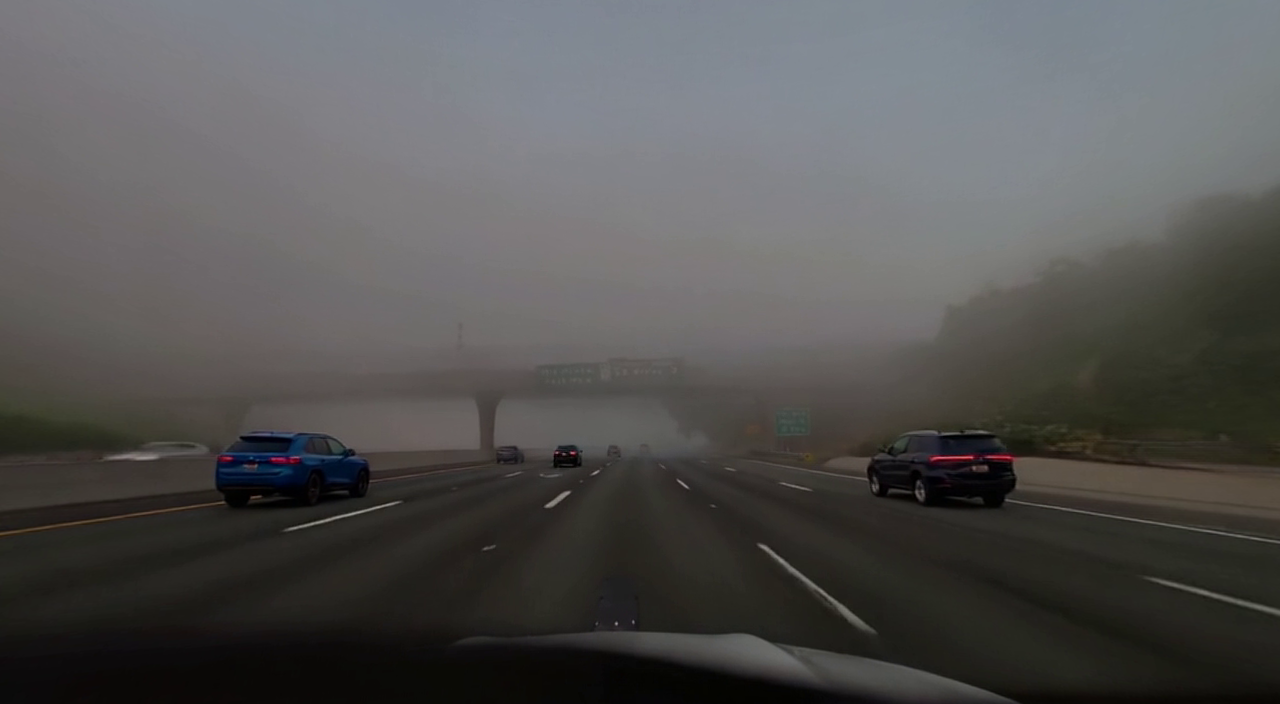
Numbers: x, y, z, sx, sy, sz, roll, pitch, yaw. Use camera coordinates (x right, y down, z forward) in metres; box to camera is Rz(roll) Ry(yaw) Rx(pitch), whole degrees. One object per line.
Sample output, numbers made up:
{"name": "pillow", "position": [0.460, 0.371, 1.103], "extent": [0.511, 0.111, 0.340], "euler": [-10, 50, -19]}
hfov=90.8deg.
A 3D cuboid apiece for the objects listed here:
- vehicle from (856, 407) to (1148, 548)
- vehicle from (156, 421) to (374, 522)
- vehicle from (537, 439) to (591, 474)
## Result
{"name": "vehicle", "position": [5.258, 1.893, 10.128], "extent": [1.950, 1.719, 4.545], "euler": [0, -9, 0]}
{"name": "vehicle", "position": [-7.276, 2.348, 12.886], "extent": [1.860, 1.694, 4.173], "euler": [0, -9, 0]}
{"name": "vehicle", "position": [-3.464, 4.869, 29.677], "extent": [1.925, 1.509, 4.363], "euler": [0, -9, 1]}
